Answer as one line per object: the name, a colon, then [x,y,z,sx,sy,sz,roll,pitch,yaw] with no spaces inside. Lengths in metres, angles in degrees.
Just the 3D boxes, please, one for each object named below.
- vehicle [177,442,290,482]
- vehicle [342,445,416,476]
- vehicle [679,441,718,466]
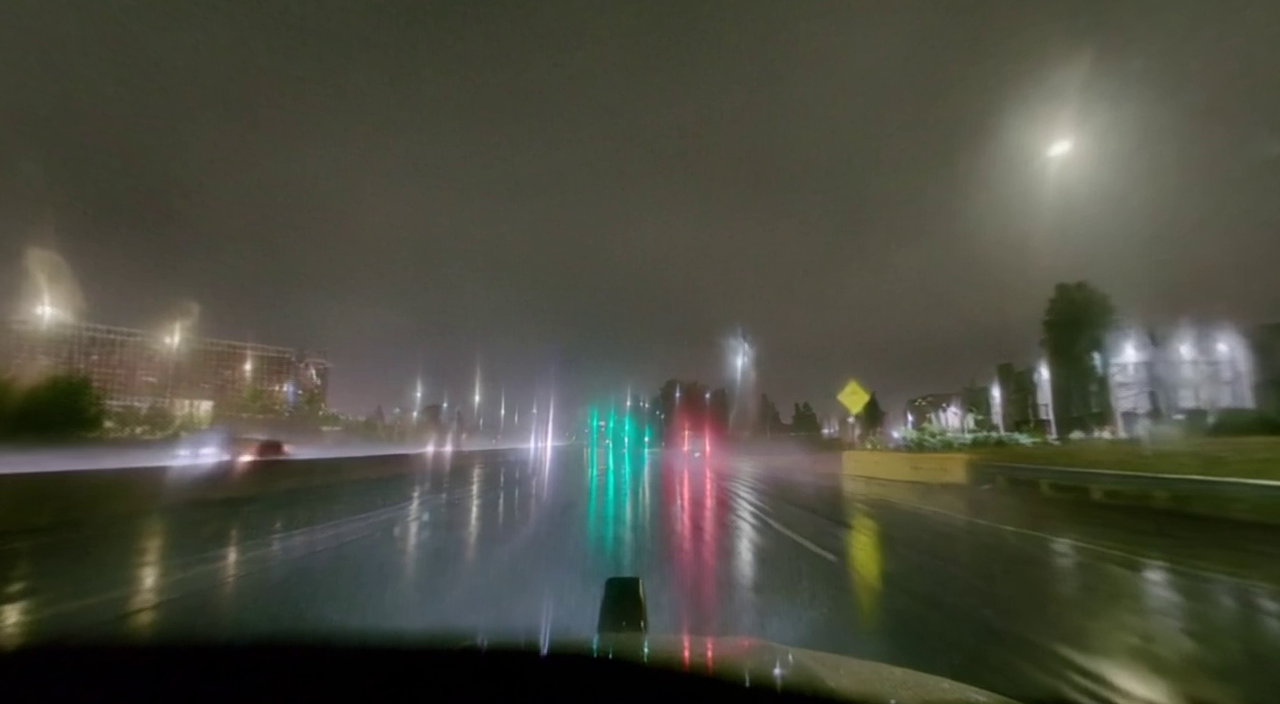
vehicle: [-16.465,4.442,25.825,1.806,1.492,4.206,0,-8,0]
vehicle: [-13.309,5.531,32.497,1.871,1.446,4.531,0,-8,0]
vehicle: [3.557,6.254,39.010,1.926,1.477,4.025,0,-8,-2]
